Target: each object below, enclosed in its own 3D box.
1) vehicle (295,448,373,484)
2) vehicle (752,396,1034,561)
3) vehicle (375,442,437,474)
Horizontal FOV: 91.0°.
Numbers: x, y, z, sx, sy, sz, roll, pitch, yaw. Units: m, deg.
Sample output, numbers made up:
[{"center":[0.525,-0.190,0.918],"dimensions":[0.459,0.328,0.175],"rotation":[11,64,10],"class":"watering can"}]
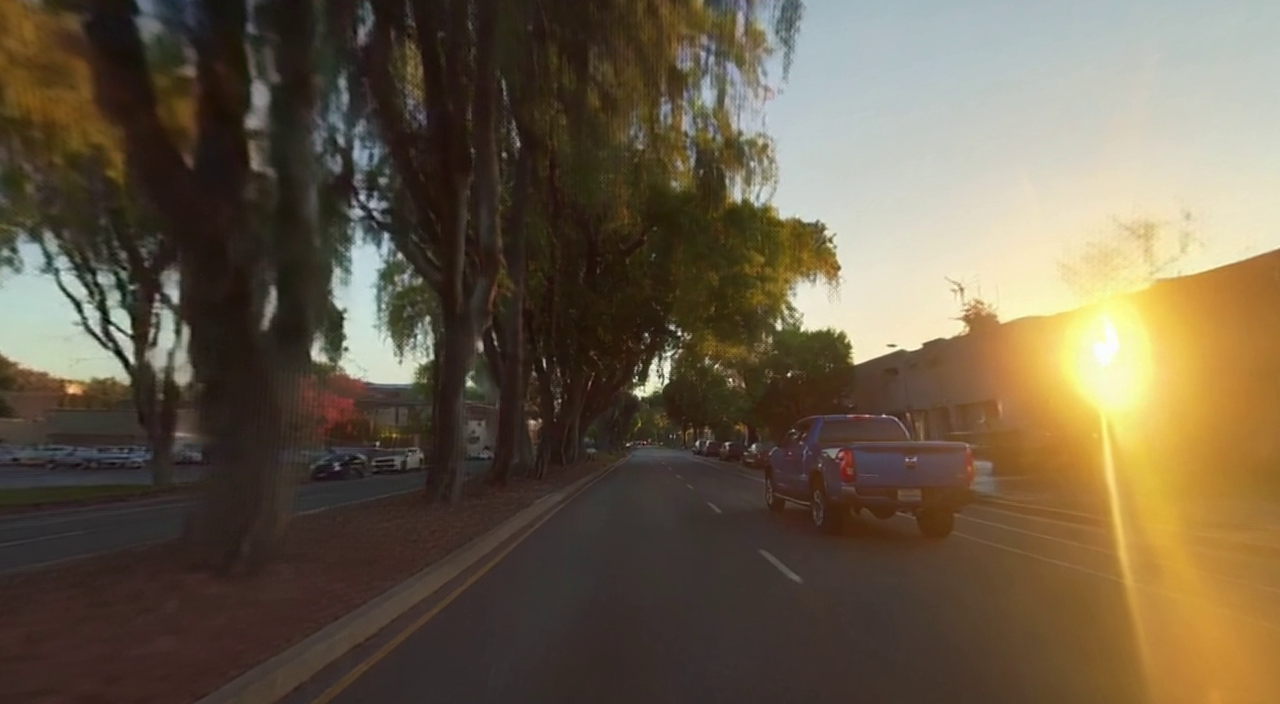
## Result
[{"center":[-16.009,5.960,33.229],"dimensions":[1.919,1.616,4.723],"rotation":[-3,-8,-2],"class":"vehicle"},{"center":[3.320,1.814,9.802],"dimensions":[2.085,1.828,5.383],"rotation":[0,-8,-1],"class":"vehicle"},{"center":[-15.615,7.078,42.313],"dimensions":[2.097,1.852,5.090],"rotation":[-3,-9,2],"class":"vehicle"}]
